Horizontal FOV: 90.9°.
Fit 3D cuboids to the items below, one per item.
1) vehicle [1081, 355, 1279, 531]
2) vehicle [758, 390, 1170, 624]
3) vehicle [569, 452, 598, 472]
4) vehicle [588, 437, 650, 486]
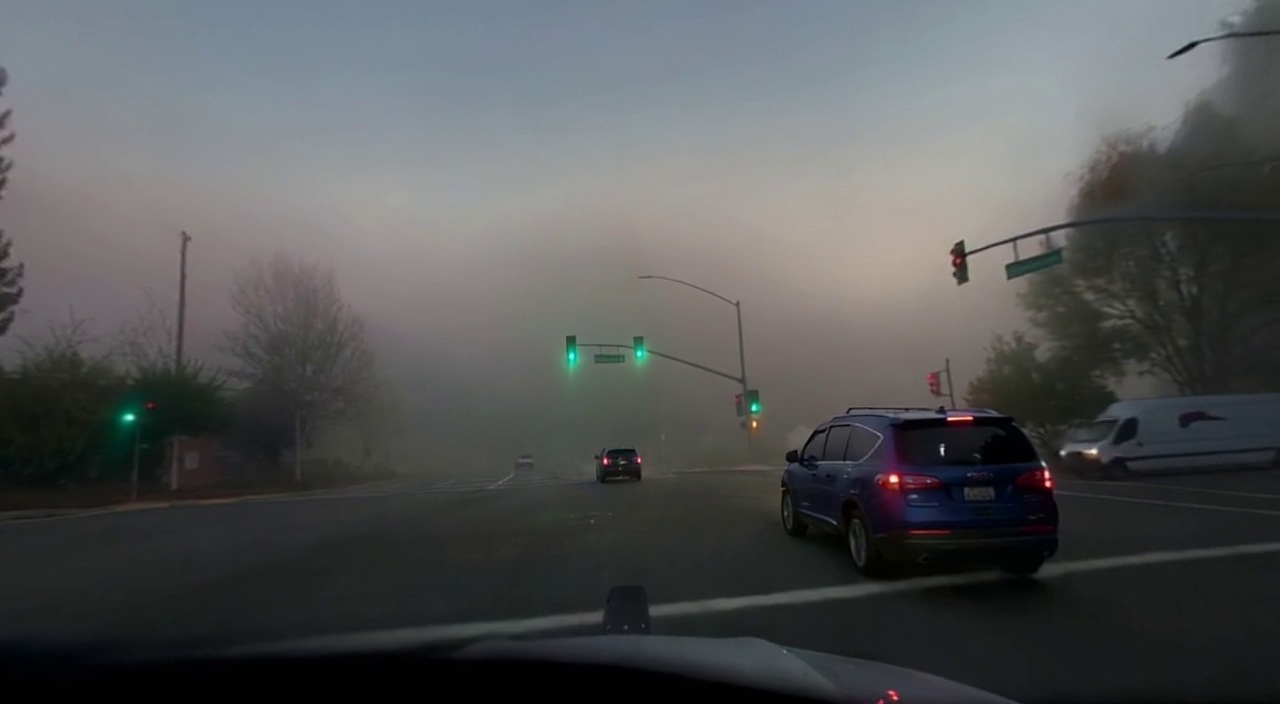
[{"bbox_3d":[9.456,1.458,10.260,2.578,2.251,4.782,-4,-9,22],"label":"vehicle"},{"bbox_3d":[2.798,1.455,6.947,2.024,1.686,4.588,0,-8,-1],"label":"vehicle"},{"bbox_3d":[-4.504,8.613,49.592,1.887,1.458,4.275,1,-8,-10],"label":"vehicle"},{"bbox_3d":[-0.989,4.498,26.294,2.185,1.822,4.583,1,-8,-7],"label":"vehicle"}]
